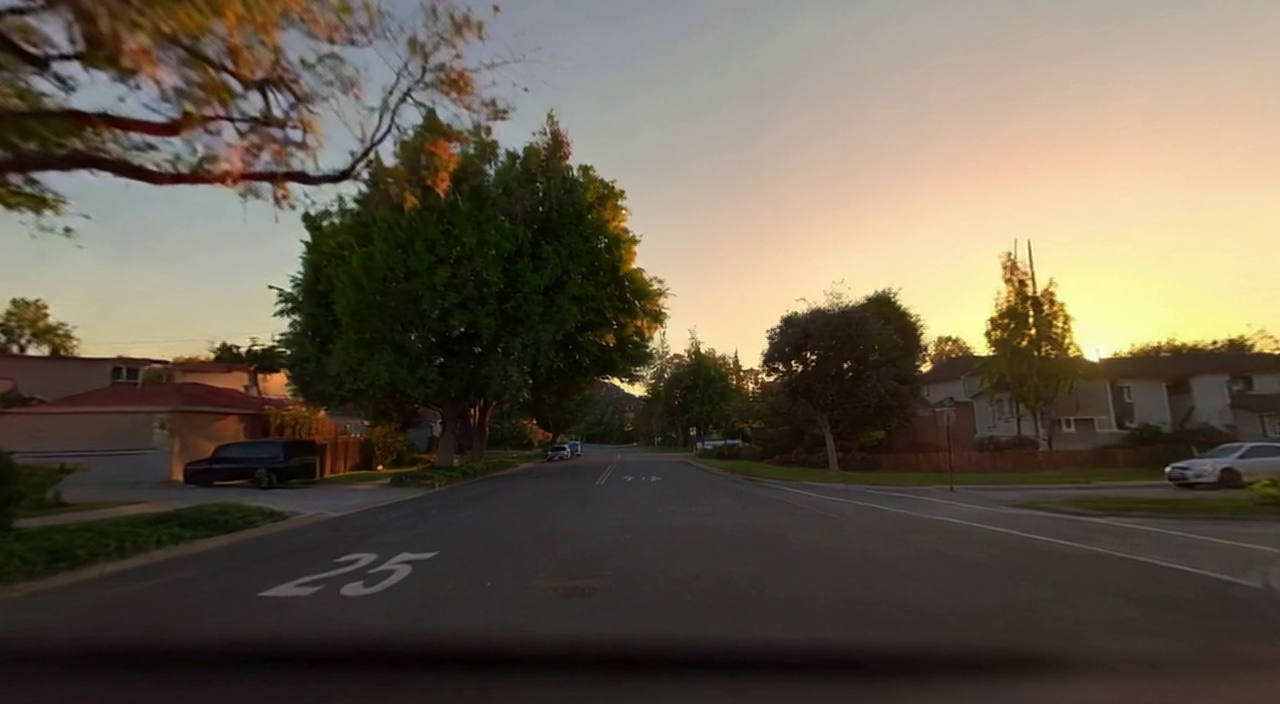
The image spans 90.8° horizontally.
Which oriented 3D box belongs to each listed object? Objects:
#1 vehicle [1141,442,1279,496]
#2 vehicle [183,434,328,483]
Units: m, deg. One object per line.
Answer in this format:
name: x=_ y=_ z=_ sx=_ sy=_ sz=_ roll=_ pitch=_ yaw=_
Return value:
vehicle: x=19.959 y=3.865 z=21.100 sx=4.607 sy=1.694 sz=2.106 roll=0 pitch=-9 yaw=-2
vehicle: x=-13.694 y=3.825 z=22.671 sx=3.921 sy=1.629 sz=1.832 roll=0 pitch=-10 yaw=1
